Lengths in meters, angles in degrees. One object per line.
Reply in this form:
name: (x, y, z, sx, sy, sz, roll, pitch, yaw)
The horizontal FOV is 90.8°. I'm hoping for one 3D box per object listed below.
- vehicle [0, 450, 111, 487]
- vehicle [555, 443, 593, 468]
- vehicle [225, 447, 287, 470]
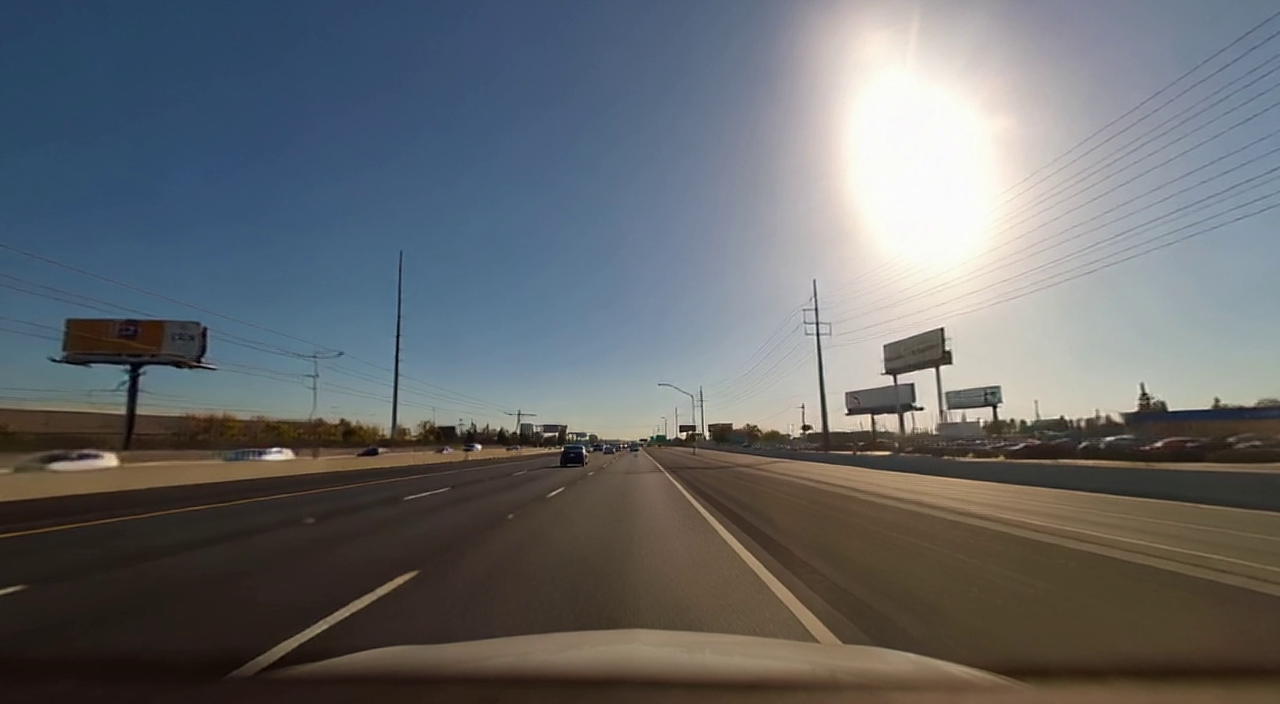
vehicle: (-28.692, 5.627, 30.755, 1.809, 1.455, 4.744, -3, -7, 0)
vehicle: (-4.194, 6.667, 40.842, 1.940, 1.479, 4.545, 0, -9, 1)
vehicle: (-29.284, 8.135, 48.337, 1.885, 1.617, 4.407, 0, -9, 0)
